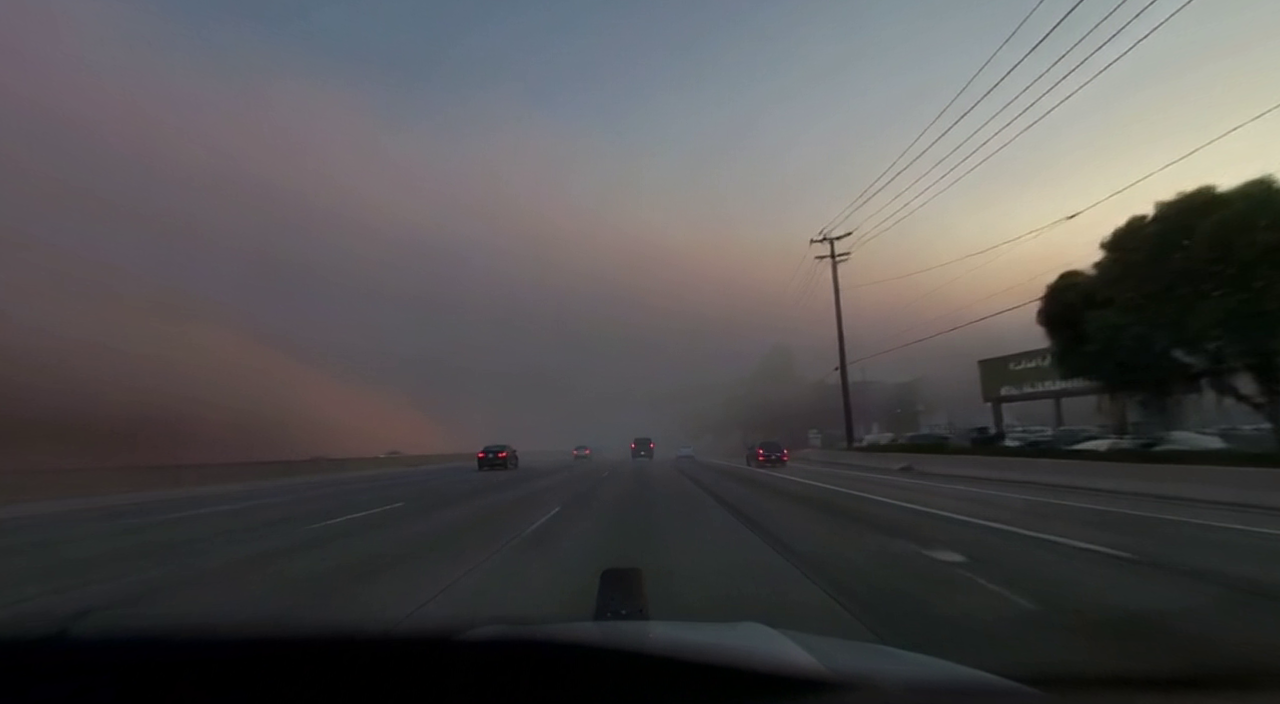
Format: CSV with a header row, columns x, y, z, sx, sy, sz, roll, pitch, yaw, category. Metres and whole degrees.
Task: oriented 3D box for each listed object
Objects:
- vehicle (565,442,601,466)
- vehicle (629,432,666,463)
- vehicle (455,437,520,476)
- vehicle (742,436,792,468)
x,y,z,sx,sy,sz,roll,pitch,yaw,category
-3.756,6.831,42.317,1.979,1.469,4.378,0,-8,0,vehicle
0.520,7.227,47.786,2.622,2.208,5.320,0,-8,-1,vehicle
-7.297,5.032,30.670,2.007,1.732,4.395,0,-8,1,vehicle
7.389,5.849,37.002,1.937,1.698,4.322,0,-8,-1,vehicle
